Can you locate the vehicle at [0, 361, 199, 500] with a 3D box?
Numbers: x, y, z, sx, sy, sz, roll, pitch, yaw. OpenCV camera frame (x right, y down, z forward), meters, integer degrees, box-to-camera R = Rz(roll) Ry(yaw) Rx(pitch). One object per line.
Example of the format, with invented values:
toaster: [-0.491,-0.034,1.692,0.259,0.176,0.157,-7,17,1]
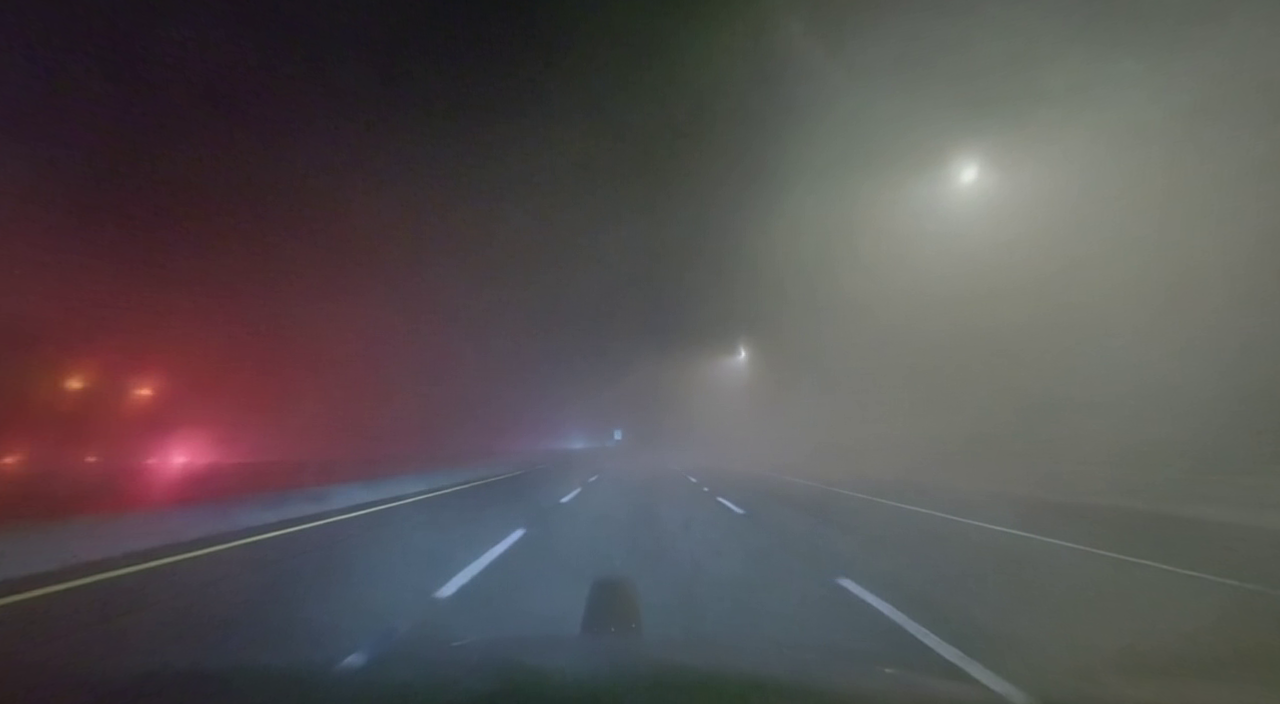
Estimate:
vehicle: [-20.510,2.541,20.034,2.876,4.105,13.996,-1,-8,0]
